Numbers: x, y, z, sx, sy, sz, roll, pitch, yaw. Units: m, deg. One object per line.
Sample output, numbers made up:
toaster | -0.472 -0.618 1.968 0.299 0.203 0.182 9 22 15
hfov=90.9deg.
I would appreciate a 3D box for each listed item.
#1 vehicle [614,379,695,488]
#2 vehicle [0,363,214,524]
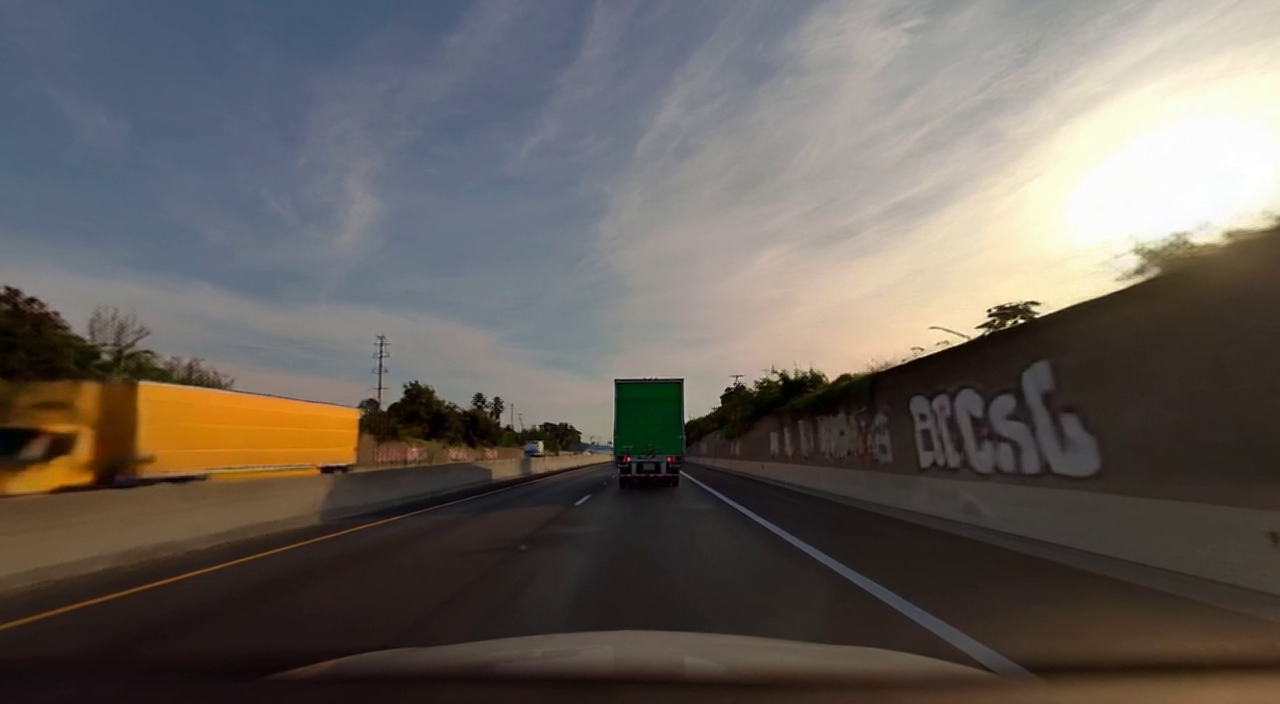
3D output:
vehicle | 0.432 3.753 28.125 2.900 3.955 10.151 0 -9 -1
vehicle | -16.285 2.718 18.653 3.009 3.980 5.790 0 -9 1
